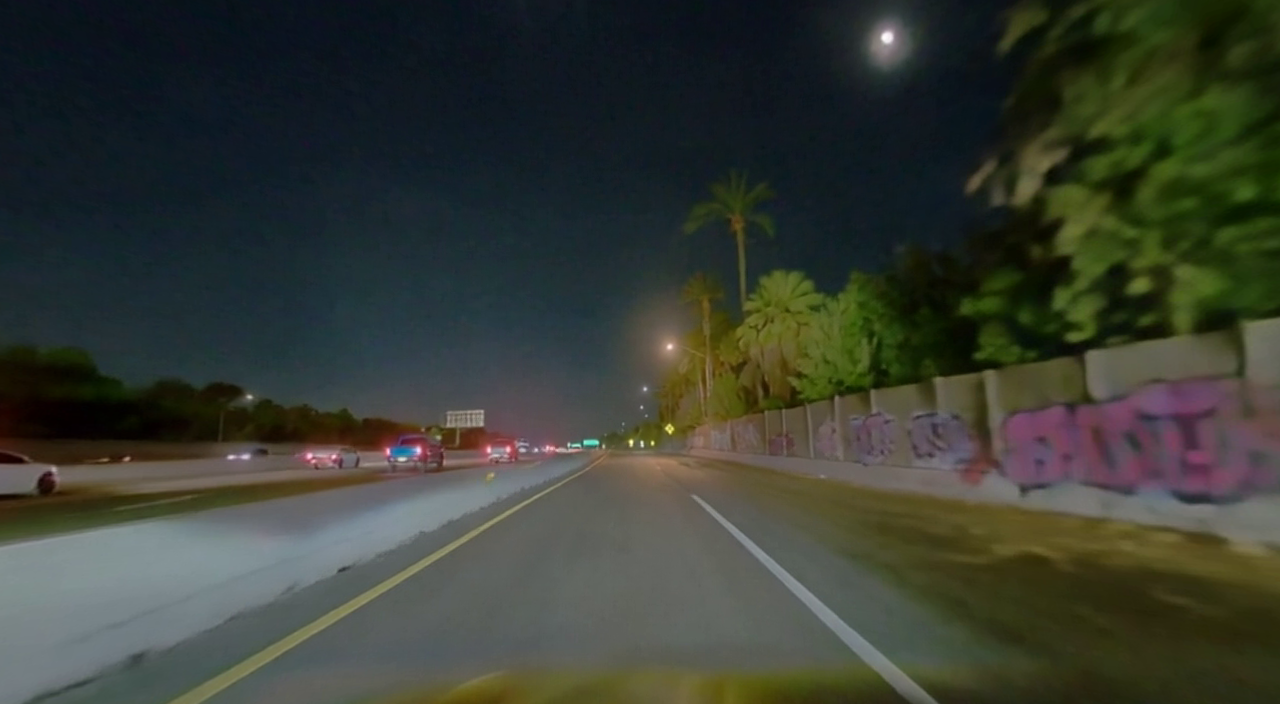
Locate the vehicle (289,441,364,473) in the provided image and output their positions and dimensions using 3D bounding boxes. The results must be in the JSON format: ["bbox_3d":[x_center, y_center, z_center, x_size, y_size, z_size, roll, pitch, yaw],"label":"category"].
[{"bbox_3d":[-18.472,6.194,37.462,2.078,1.802,4.723,0,-8,-1],"label":"vehicle"}]

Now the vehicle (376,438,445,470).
[{"bbox_3d":[-14.609,6.517,40.529,2.272,1.882,5.941,0,-9,-1],"label":"vehicle"}]
